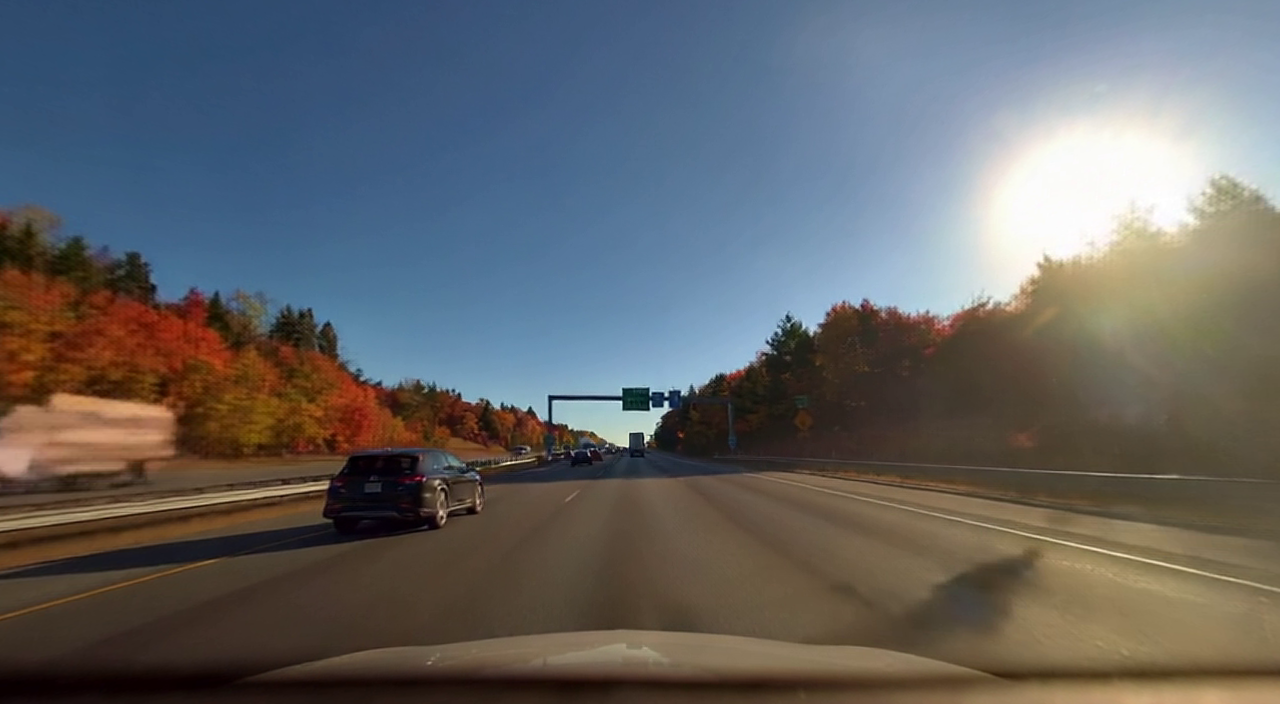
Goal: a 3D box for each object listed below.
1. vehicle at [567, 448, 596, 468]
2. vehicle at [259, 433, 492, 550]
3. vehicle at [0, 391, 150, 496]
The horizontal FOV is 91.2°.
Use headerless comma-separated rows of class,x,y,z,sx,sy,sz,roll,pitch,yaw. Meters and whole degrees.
vehicle,-4.547,8.317,49.331,1.963,1.475,3.665,0,-9,0
vehicle,-3.986,2.167,10.380,2.071,1.525,4.058,0,-9,0
vehicle,-16.685,2.484,16.884,2.305,2.507,5.662,0,-9,0
